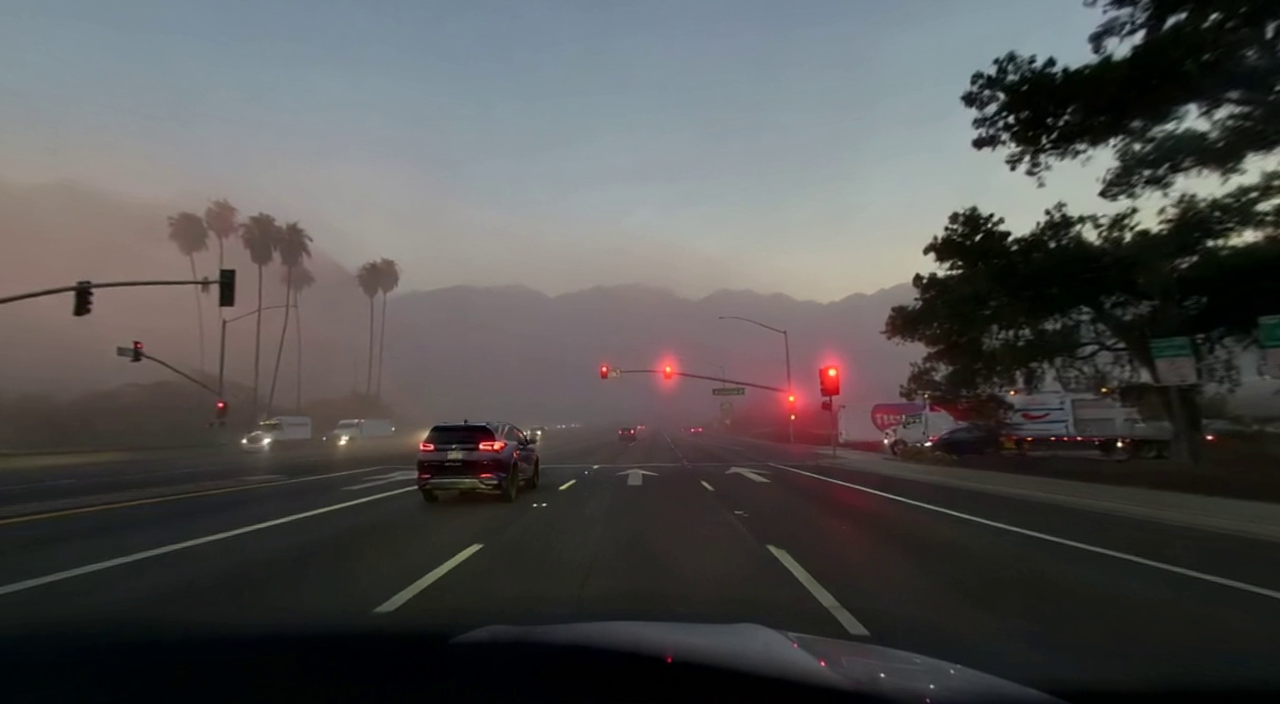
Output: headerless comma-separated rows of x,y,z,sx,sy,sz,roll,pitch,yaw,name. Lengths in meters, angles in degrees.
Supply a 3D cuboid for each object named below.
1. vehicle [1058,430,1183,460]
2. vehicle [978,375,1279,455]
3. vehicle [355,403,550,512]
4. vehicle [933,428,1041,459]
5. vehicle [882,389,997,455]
26.444,5.152,34.693,4.992,1.579,2.193,0,-8,2,vehicle
30.272,3.951,38.354,16.628,4.605,3.321,-1,-8,6,vehicle
-3.323,2.018,12.331,2.287,1.712,4.537,0,-8,2,vehicle
19.318,5.104,35.091,4.769,1.638,2.091,0,-8,2,vehicle
18.487,4.419,39.109,5.512,3.865,3.002,-1,-10,5,vehicle
